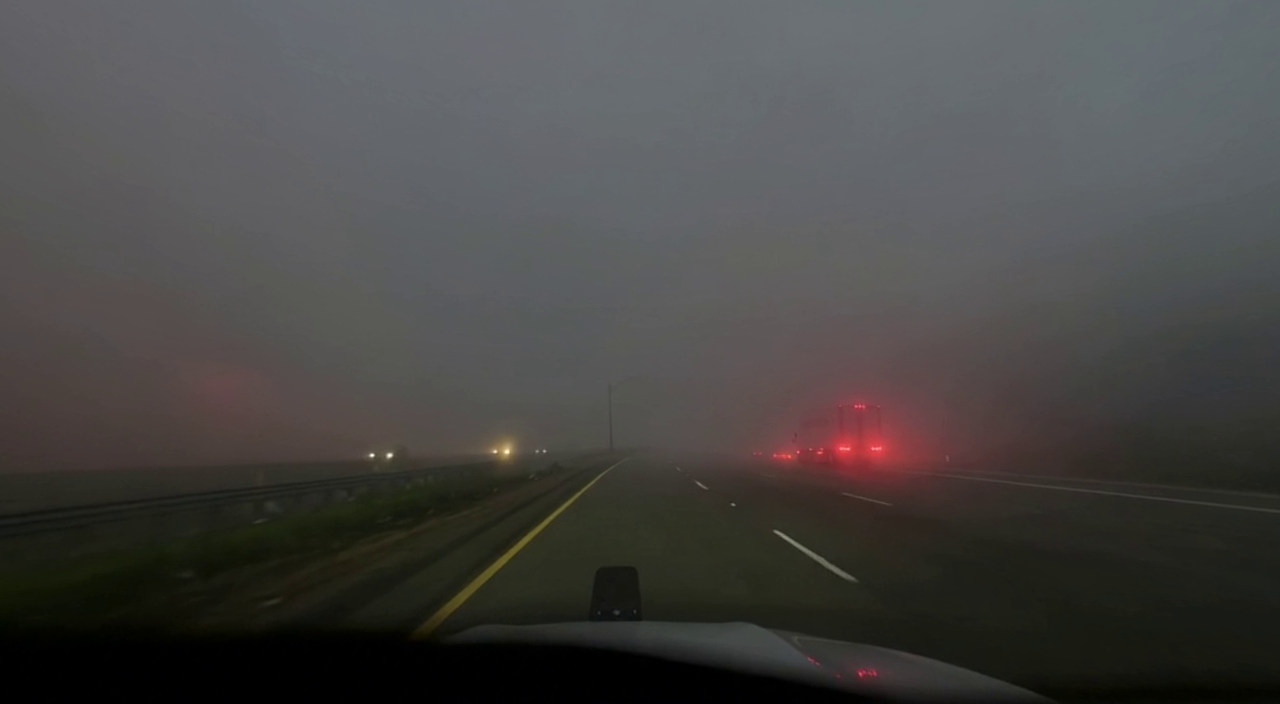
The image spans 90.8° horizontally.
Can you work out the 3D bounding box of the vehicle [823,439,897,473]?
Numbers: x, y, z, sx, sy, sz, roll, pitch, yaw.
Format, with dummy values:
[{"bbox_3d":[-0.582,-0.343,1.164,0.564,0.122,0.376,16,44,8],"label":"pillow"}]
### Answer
[{"bbox_3d":[11.253,5.344,32.727,2.229,1.599,4.253,0,-8,-1],"label":"vehicle"}]
